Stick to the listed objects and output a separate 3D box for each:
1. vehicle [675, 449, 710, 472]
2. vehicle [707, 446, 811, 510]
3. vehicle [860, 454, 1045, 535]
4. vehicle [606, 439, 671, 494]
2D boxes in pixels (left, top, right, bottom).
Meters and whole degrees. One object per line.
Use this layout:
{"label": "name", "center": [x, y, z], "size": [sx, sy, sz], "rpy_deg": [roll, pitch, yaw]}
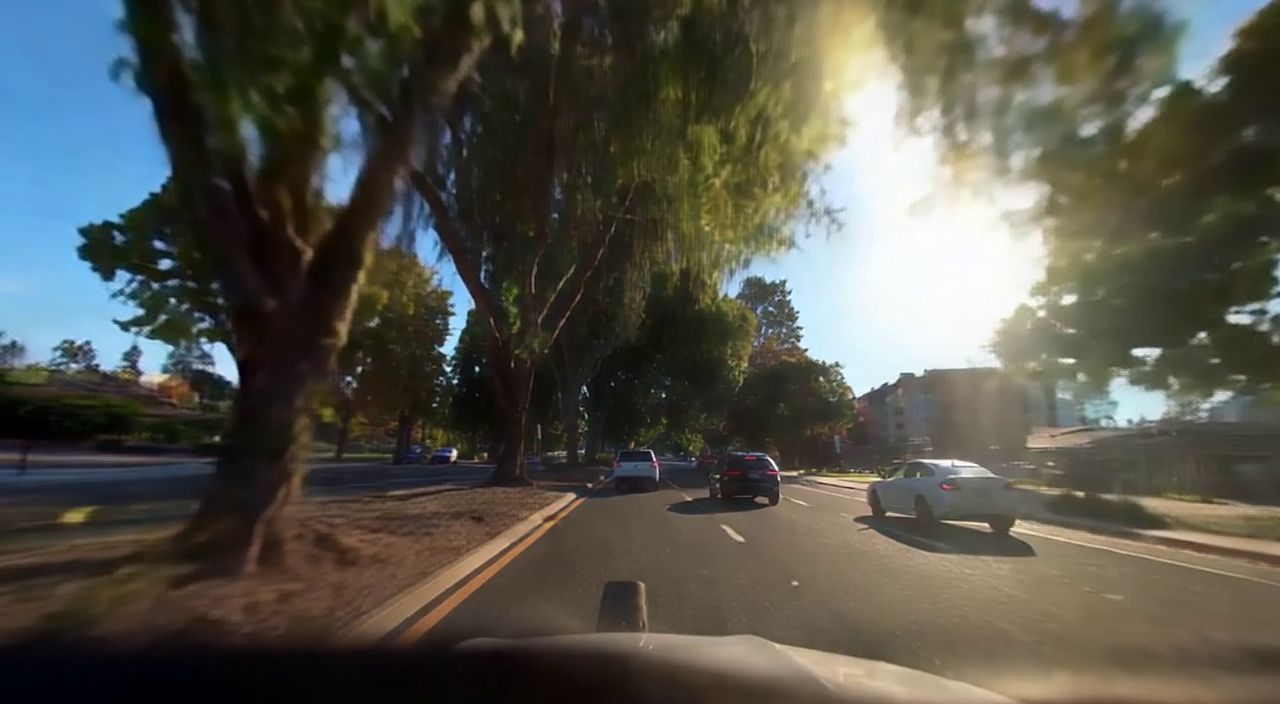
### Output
{"label": "vehicle", "center": [3.603, 7.554, 43.818], "size": [2.012, 1.462, 4.163], "rpy_deg": [0, -8, -1]}
{"label": "vehicle", "center": [3.086, 3.343, 17.235], "size": [1.932, 1.510, 4.168], "rpy_deg": [0, -8, -1]}
{"label": "vehicle", "center": [6.734, 3.069, 14.170], "size": [1.944, 1.458, 4.268], "rpy_deg": [0, -8, 0]}
{"label": "vehicle", "center": [-0.062, 3.841, 21.458], "size": [2.008, 1.674, 4.239], "rpy_deg": [0, -8, 0]}
